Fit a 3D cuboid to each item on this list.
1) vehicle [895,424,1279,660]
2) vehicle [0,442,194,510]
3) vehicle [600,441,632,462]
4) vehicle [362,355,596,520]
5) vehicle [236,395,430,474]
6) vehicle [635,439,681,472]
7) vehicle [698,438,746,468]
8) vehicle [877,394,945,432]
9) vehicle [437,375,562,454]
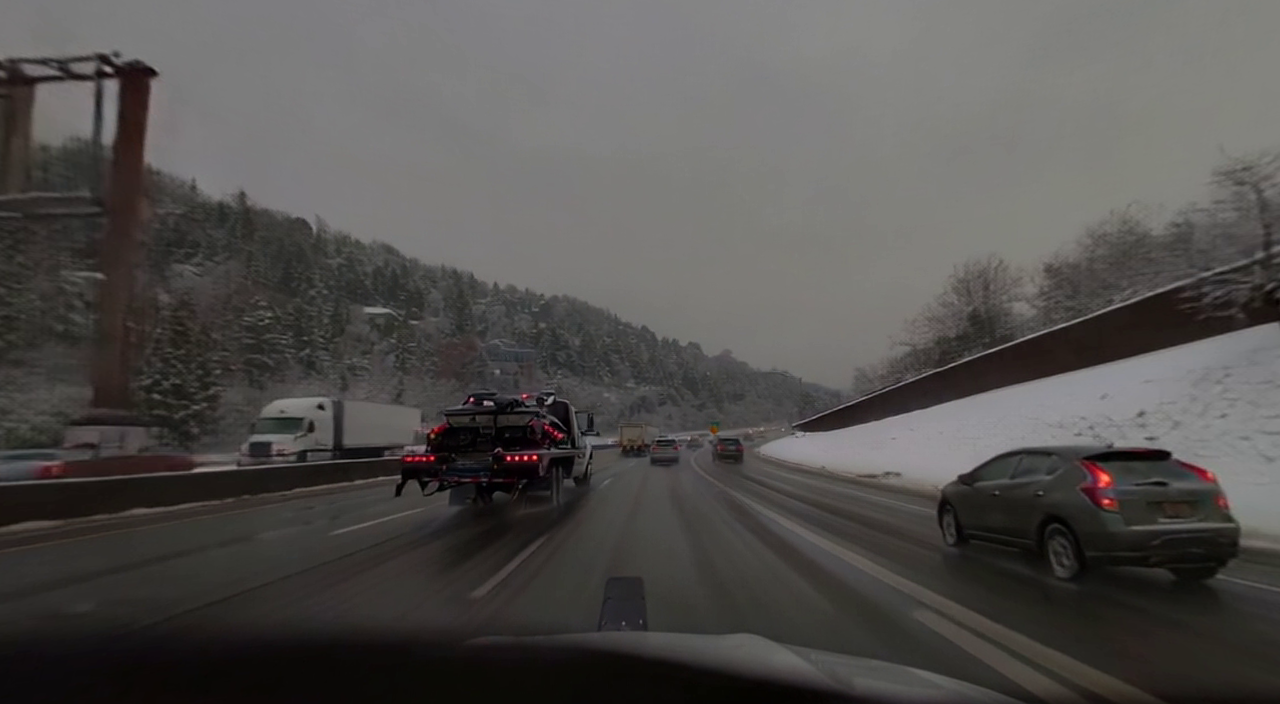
[{"bbox_3d":[4.529,1.528,6.248,2.040,1.481,4.260,0,-8,-3],"label":"vehicle"},{"bbox_3d":[-13.386,2.988,15.709,1.824,1.475,3.671,0,-8,0],"label":"vehicle"},{"bbox_3d":[-1.760,7.374,46.832,2.016,1.450,4.310,0,-8,3],"label":"vehicle"},{"bbox_3d":[-3.240,2.270,16.506,3.162,2.955,10.282,0,-8,2],"label":"vehicle"},{"bbox_3d":[-16.086,4.700,35.268,3.195,3.540,13.835,-1,-8,4],"label":"vehicle"},{"bbox_3d":[0.863,4.946,30.367,2.079,1.499,3.915,0,-8,1],"label":"vehicle"},{"bbox_3d":[4.732,5.879,36.991,2.075,1.614,4.682,0,-8,-1],"label":"vehicle"},{"bbox_3d":[19.750,4.532,46.281,2.433,2.488,4.939,1,-8,-5],"label":"vehicle"},{"bbox_3d":[-3.257,1.660,15.696,1.893,1.674,4.766,0,-8,2],"label":"vehicle"}]
